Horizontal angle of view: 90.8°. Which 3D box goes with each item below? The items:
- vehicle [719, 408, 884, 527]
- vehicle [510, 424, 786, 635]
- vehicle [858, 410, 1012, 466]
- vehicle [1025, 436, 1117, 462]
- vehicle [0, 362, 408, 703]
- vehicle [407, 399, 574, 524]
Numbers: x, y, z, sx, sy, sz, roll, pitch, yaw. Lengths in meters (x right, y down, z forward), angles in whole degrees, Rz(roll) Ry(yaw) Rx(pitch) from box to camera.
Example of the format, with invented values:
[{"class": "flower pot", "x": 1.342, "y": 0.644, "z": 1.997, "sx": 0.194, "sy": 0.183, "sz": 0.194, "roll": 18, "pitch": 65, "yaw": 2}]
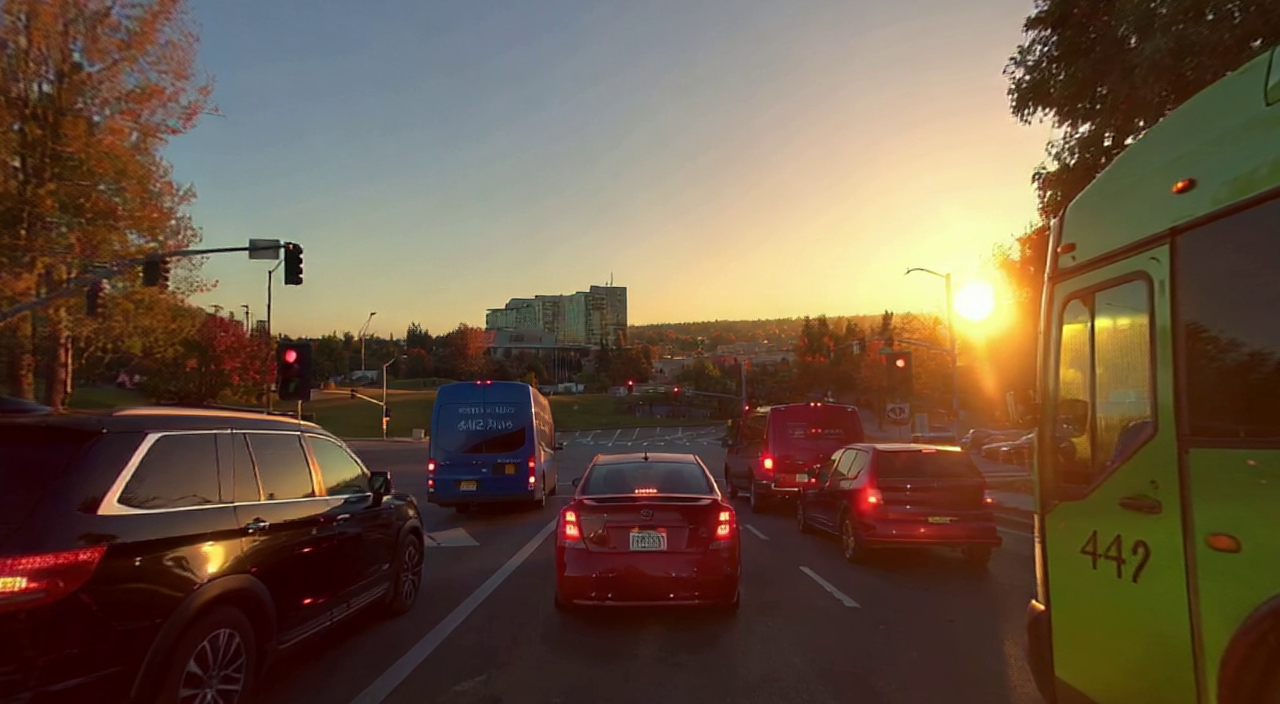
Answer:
[{"class": "vehicle", "x": 3.130, "y": 2.403, "z": 13.682, "sx": 2.143, "sy": 2.036, "sz": 5.367, "roll": 0, "pitch": -8, "yaw": 0}, {"class": "vehicle", "x": 0.048, "y": 1.547, "z": 6.415, "sx": 1.976, "sy": 1.485, "sz": 3.624, "roll": 0, "pitch": -8, "yaw": 0}, {"class": "vehicle", "x": 17.571, "y": 5.143, "z": 37.929, "sx": 7.839, "sy": 3.213, "sz": 2.628, "roll": 0, "pitch": -9, "yaw": -3}, {"class": "vehicle", "x": 25.873, "y": 5.834, "z": 37.996, "sx": 4.229, "sy": 1.489, "sz": 1.794, "roll": 0, "pitch": -8, "yaw": -1}, {"class": "vehicle", "x": -3.419, "y": 1.179, "z": 4.631, "sx": 1.921, "sy": 1.701, "sz": 3.989, "roll": 0, "pitch": -8, "yaw": -1}, {"class": "vehicle", "x": -2.952, "y": 2.351, "z": 13.962, "sx": 2.335, "sy": 2.221, "sz": 5.165, "roll": 0, "pitch": -8, "yaw": 1}]
